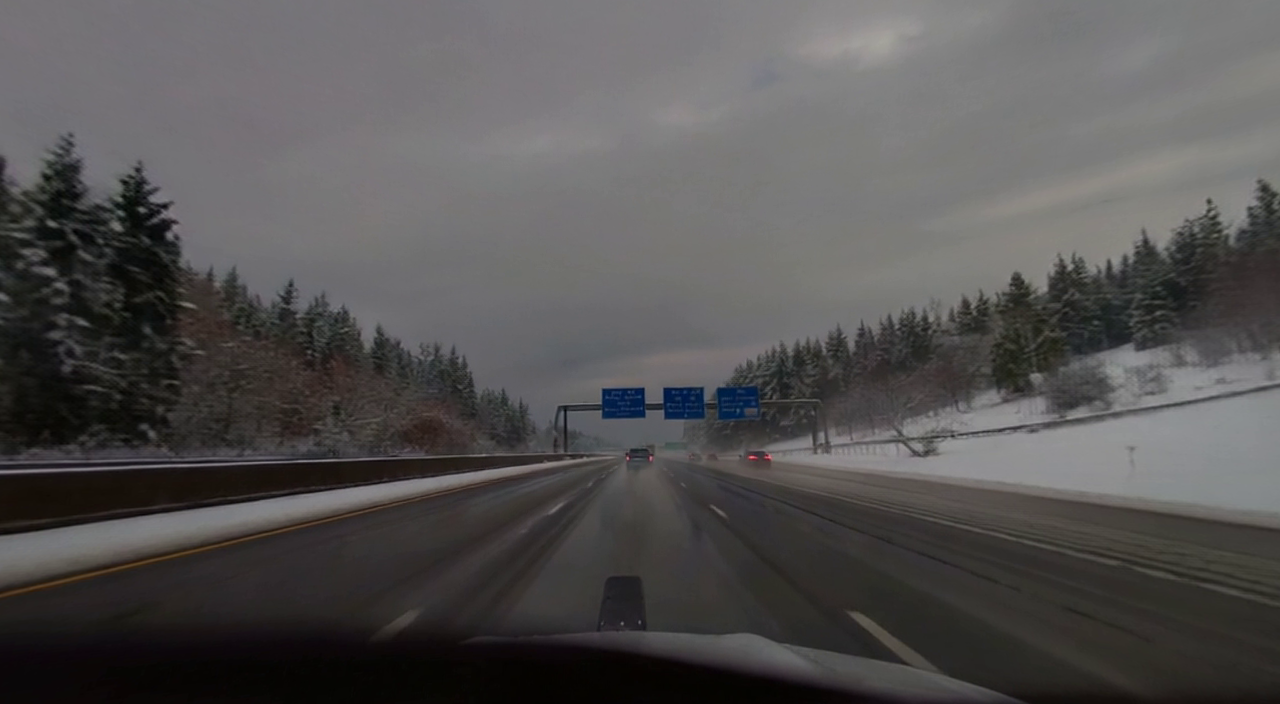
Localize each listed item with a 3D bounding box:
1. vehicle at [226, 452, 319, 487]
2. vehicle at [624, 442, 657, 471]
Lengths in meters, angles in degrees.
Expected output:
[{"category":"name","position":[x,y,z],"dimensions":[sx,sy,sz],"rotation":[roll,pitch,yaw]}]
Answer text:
[{"category":"vehicle","position":[-18.798,5.998,32.532],"dimensions":[2.067,1.640,4.449],"rotation":[0,-9,1]},{"category":"vehicle","position":[0.060,7.114,42.834],"dimensions":[2.167,1.847,4.097],"rotation":[0,-9,0]}]
